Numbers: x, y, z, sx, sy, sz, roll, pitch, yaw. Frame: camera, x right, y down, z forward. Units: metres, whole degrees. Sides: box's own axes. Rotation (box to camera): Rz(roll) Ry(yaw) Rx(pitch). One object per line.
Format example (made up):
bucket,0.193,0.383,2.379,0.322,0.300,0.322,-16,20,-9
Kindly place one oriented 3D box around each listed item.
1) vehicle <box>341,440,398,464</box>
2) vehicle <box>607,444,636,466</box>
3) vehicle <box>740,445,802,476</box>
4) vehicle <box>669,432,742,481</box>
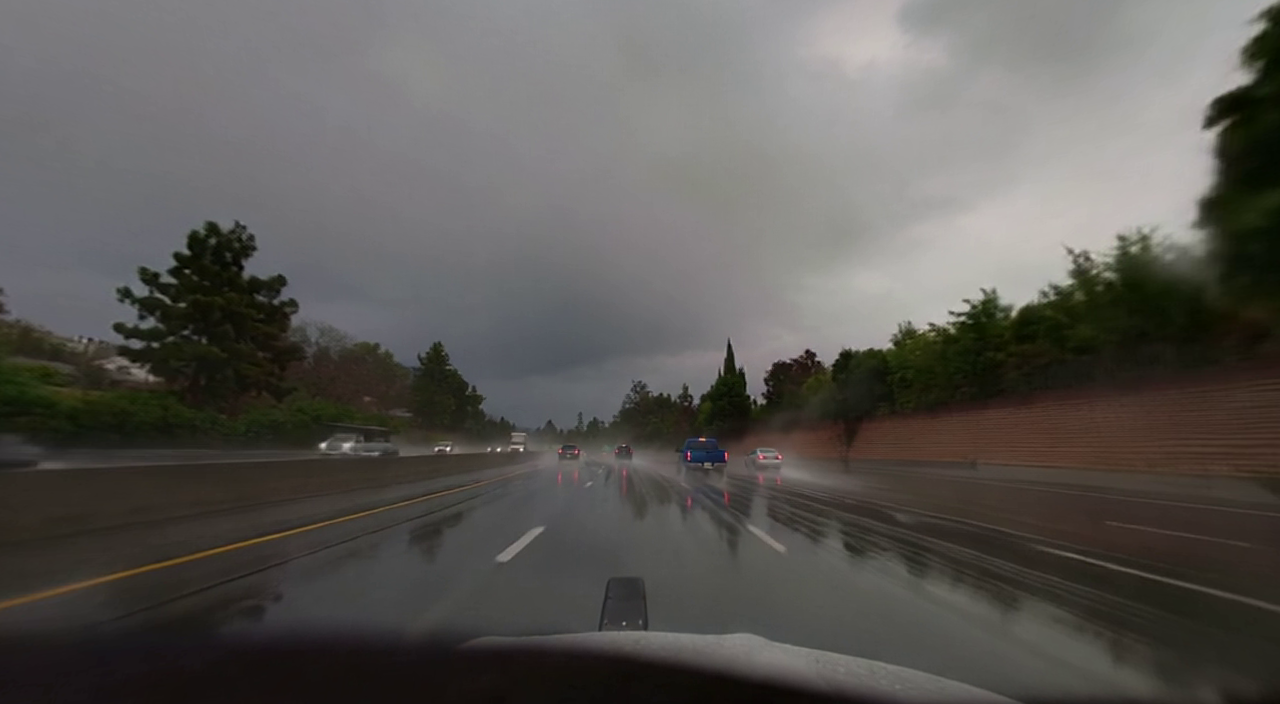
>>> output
vehicle,-18.965,7.010,44.443,2.107,1.561,4.736,0,-8,-3
vehicle,-1.476,7.862,48.242,2.050,1.607,3.821,0,-8,-4
vehicle,6.860,5.706,33.569,1.976,1.485,4.925,0,-8,-4
vehicle,2.774,4.627,28.249,2.374,1.952,5.431,0,-8,-3
